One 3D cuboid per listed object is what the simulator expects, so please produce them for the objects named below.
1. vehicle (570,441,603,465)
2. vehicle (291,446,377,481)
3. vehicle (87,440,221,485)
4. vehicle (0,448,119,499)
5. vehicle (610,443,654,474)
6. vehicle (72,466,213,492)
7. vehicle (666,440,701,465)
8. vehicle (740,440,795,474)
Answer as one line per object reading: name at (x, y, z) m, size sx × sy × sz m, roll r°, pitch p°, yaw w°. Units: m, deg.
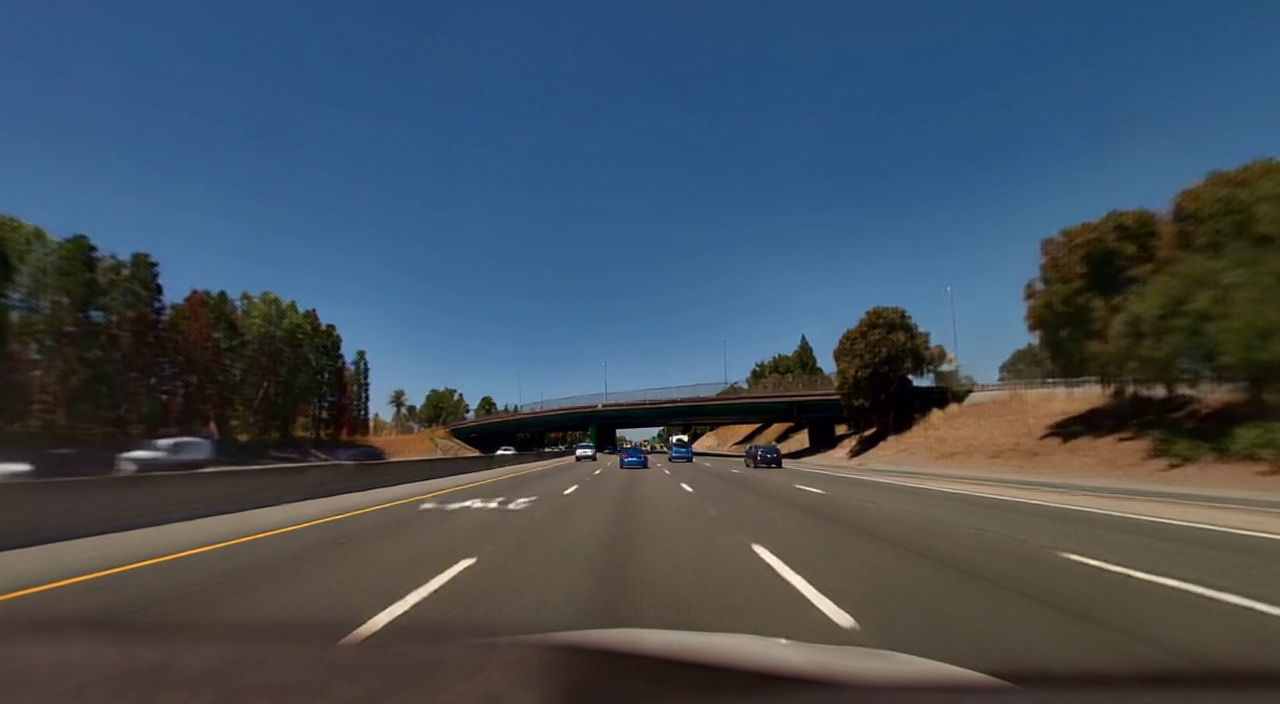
vehicle at (-4.116, 7.848, 49.025) m, size 2.113 × 1.756 × 4.471 m, roll 0°, pitch -9°, yaw 0°
vehicle at (-14.418, 5.237, 30.071) m, size 1.860 × 1.515 × 4.407 m, roll 0°, pitch -9°, yaw 0°
vehicle at (-24.936, 5.660, 32.814) m, size 2.315 × 2.102 × 5.833 m, roll 0°, pitch -9°, yaw 0°
vehicle at (-24.856, 4.858, 25.706) m, size 2.169 × 1.903 × 5.953 m, roll 0°, pitch -9°, yaw 0°
vehicle at (-0.389, 5.457, 32.528) m, size 2.075 × 1.486 × 4.007 m, roll 0°, pitch -9°, yaw 0°
vehicle at (-24.962, 6.397, 32.066) m, size 2.739 × 0.977 × 5.545 m, roll 0°, pitch -9°, yaw 0°
vehicle at (3.274, 7.759, 48.769) m, size 2.177 × 1.831 × 4.766 m, roll 0°, pitch -9°, yaw -2°
vehicle at (6.534, 5.426, 32.739) m, size 1.936 × 1.625 × 3.991 m, roll 0°, pitch -9°, yaw -1°
